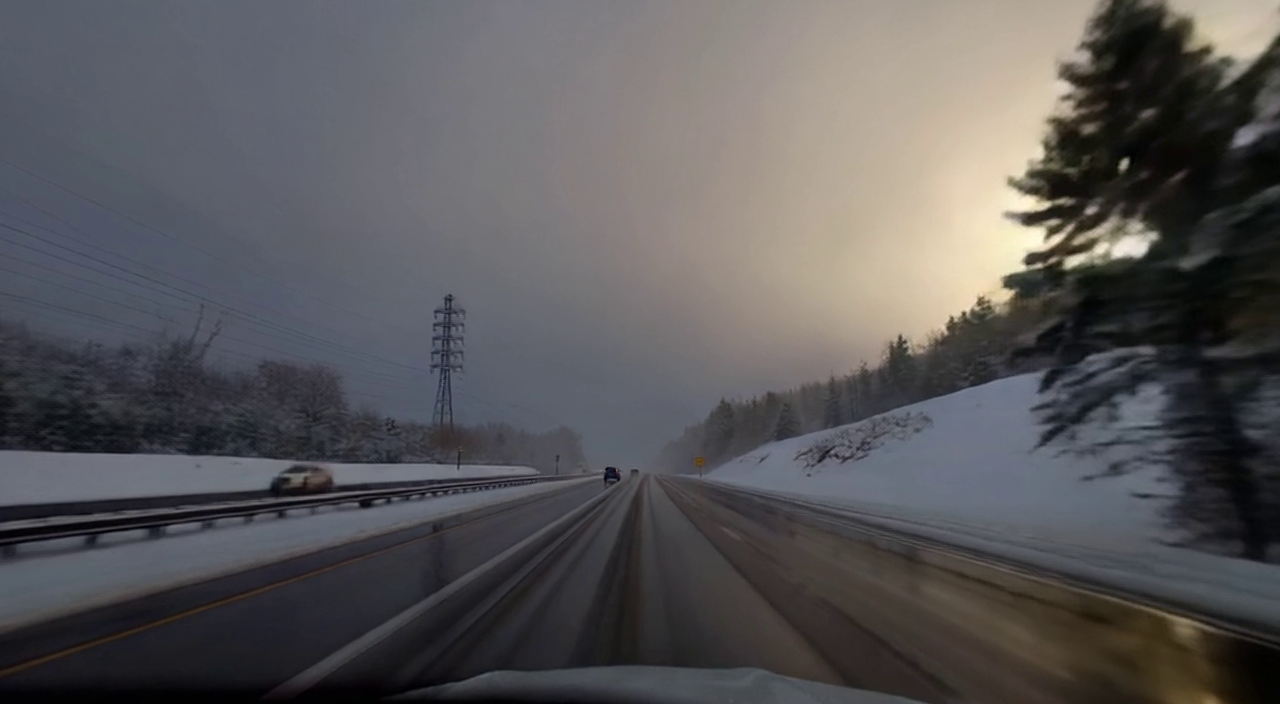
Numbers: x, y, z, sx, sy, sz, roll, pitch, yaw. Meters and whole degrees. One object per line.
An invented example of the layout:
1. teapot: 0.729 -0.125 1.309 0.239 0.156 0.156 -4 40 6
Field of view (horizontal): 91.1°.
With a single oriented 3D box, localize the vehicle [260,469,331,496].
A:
1. vehicle: -19.672 7.440 36.042 1.791 1.430 3.800 1 -10 1
